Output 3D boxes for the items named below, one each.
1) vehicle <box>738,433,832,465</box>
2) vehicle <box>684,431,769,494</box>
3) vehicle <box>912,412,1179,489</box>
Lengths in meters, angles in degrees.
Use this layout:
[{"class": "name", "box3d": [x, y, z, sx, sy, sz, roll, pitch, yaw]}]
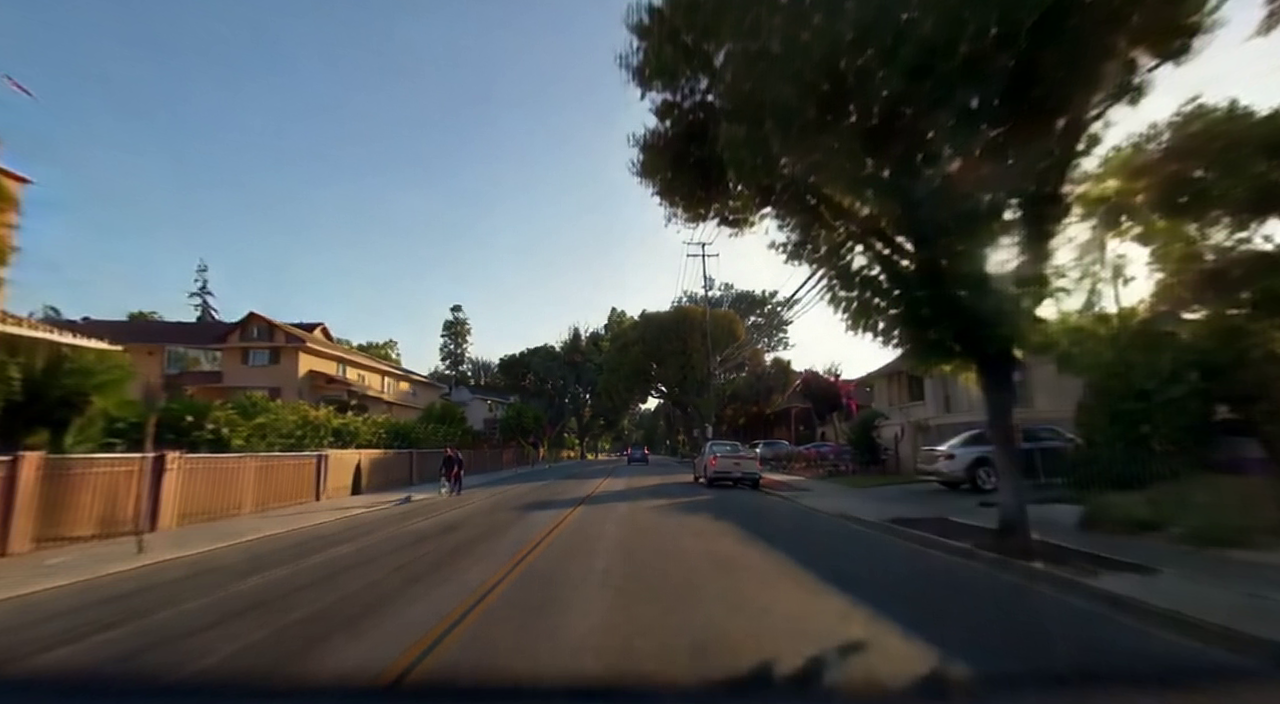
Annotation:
[{"class": "vehicle", "box3d": [9.665, 6.543, 42.544, 5.590, 2.067, 2.553, 0, -9, -2]}, {"class": "vehicle", "box3d": [3.086, 4.106, 23.872, 2.278, 1.933, 5.860, 4, -9, 0]}, {"class": "vehicle", "box3d": [11.129, 2.771, 17.777, 5.846, 1.971, 2.273, -1, -9, 1]}]
